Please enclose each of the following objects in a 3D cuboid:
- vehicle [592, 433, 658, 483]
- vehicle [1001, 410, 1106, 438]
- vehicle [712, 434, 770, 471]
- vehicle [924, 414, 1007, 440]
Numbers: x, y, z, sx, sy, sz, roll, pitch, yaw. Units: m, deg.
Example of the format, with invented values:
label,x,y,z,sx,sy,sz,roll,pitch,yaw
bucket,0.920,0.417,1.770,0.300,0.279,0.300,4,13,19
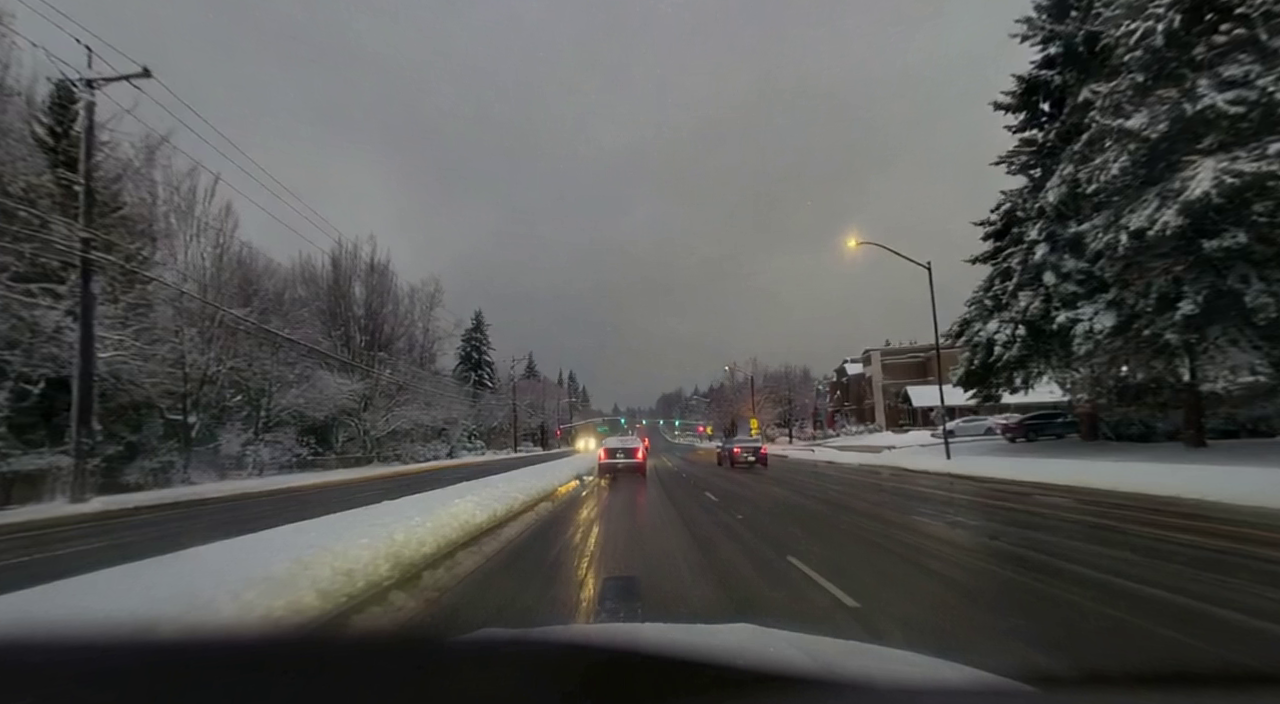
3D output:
label,x,y,z,sx,sy,sz,roll,pitch,yaw
vehicle,-0.477,3.811,22.967,2.181,1.639,4.127,0,-8,0
vehicle,22.607,3.951,34.636,4.441,1.444,1.870,0,-7,0
vehicle,4.703,4.722,29.952,1.987,1.613,4.081,0,-8,-1
vehicle,22.247,5.166,43.248,4.531,1.432,1.949,-4,-8,0
